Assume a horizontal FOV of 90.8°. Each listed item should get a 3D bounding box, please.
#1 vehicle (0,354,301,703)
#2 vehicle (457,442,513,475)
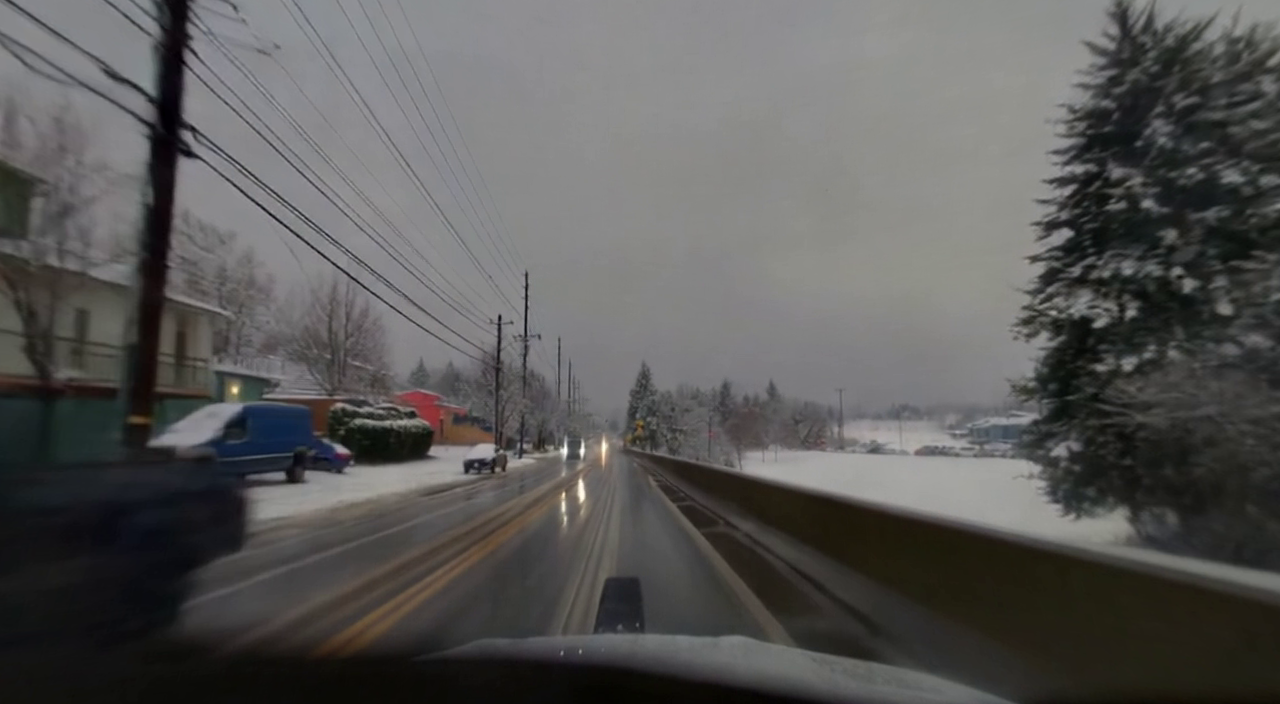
[{"bbox_3d":[-3.657,0.863,2.543,2.103,1.690,4.508,0,-8,-1],"label":"vehicle"},{"bbox_3d":[-7.804,5.410,32.257,1.863,1.522,4.901,0,-9,-3],"label":"vehicle"}]
